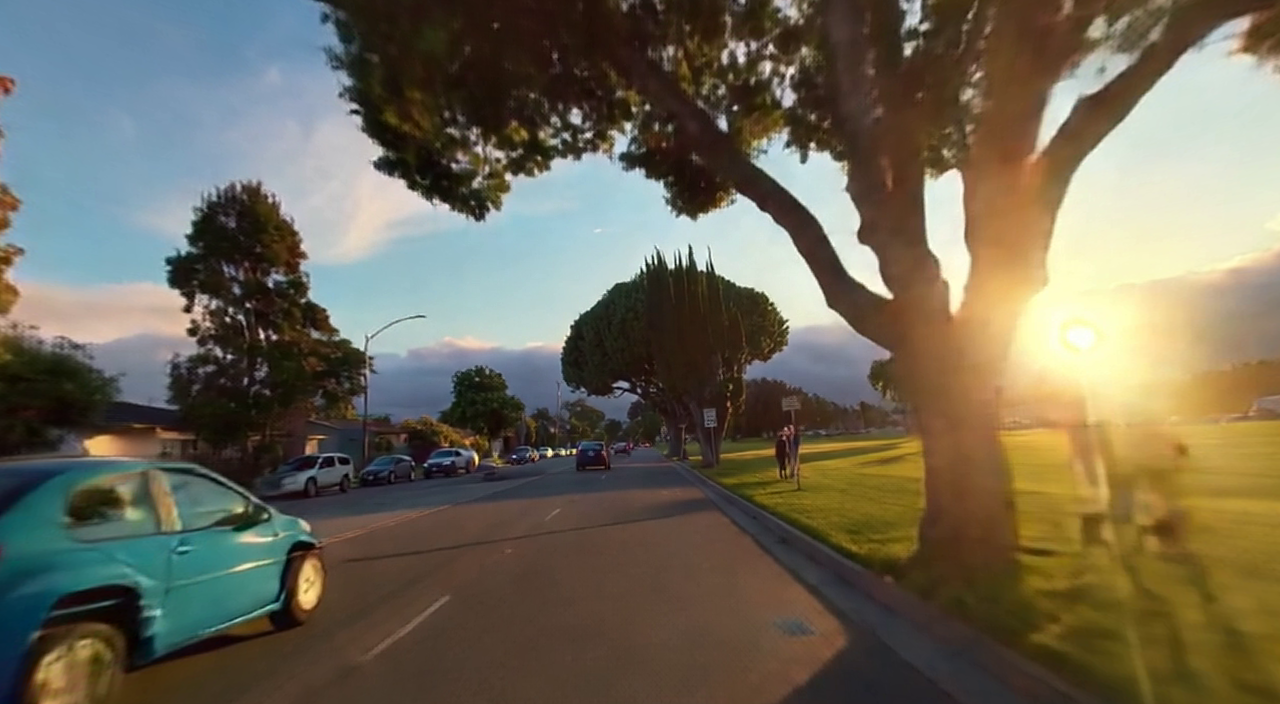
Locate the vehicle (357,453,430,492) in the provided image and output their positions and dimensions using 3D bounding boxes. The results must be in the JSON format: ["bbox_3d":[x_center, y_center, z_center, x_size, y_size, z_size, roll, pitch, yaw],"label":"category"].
[{"bbox_3d":[-12.214,5.974,31.388,1.910,1.462,4.581,-4,-7,-2],"label":"vehicle"}]

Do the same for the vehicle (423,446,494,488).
[{"bbox_3d":[-8.966,5.685,31.429,2.019,1.907,4.697,0,-8,1],"label":"vehicle"}]

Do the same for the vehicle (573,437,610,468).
[{"bbox_3d":[-3.001,6.319,39.503,1.908,1.809,4.230,0,-8,1],"label":"vehicle"}]

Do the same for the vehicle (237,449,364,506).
[{"bbox_3d":[-12.112,4.462,22.889,1.904,1.728,4.997,2,-8,-1],"label":"vehicle"}]
